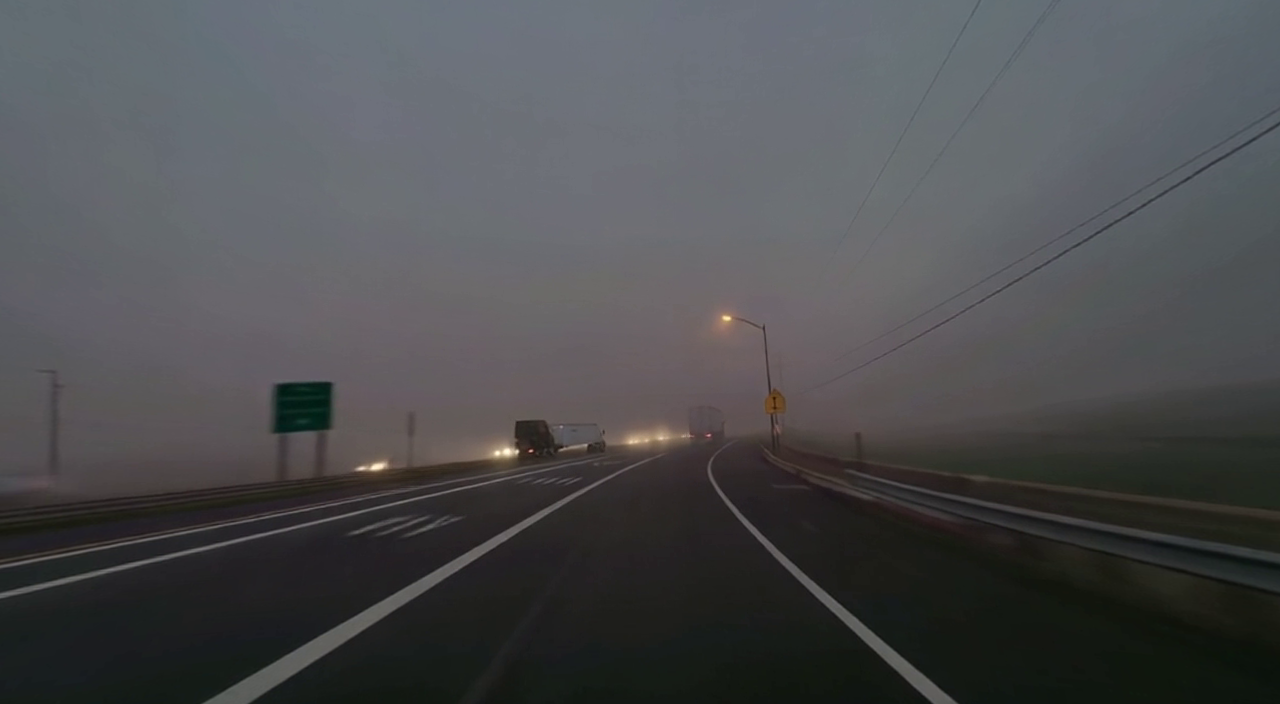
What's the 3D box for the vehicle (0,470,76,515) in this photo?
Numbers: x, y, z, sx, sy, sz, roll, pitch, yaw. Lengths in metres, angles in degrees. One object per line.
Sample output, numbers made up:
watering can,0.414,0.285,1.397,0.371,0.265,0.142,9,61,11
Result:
vehicle,-34.493,7.595,33.937,2.295,2.176,5.499,-3,-9,16
